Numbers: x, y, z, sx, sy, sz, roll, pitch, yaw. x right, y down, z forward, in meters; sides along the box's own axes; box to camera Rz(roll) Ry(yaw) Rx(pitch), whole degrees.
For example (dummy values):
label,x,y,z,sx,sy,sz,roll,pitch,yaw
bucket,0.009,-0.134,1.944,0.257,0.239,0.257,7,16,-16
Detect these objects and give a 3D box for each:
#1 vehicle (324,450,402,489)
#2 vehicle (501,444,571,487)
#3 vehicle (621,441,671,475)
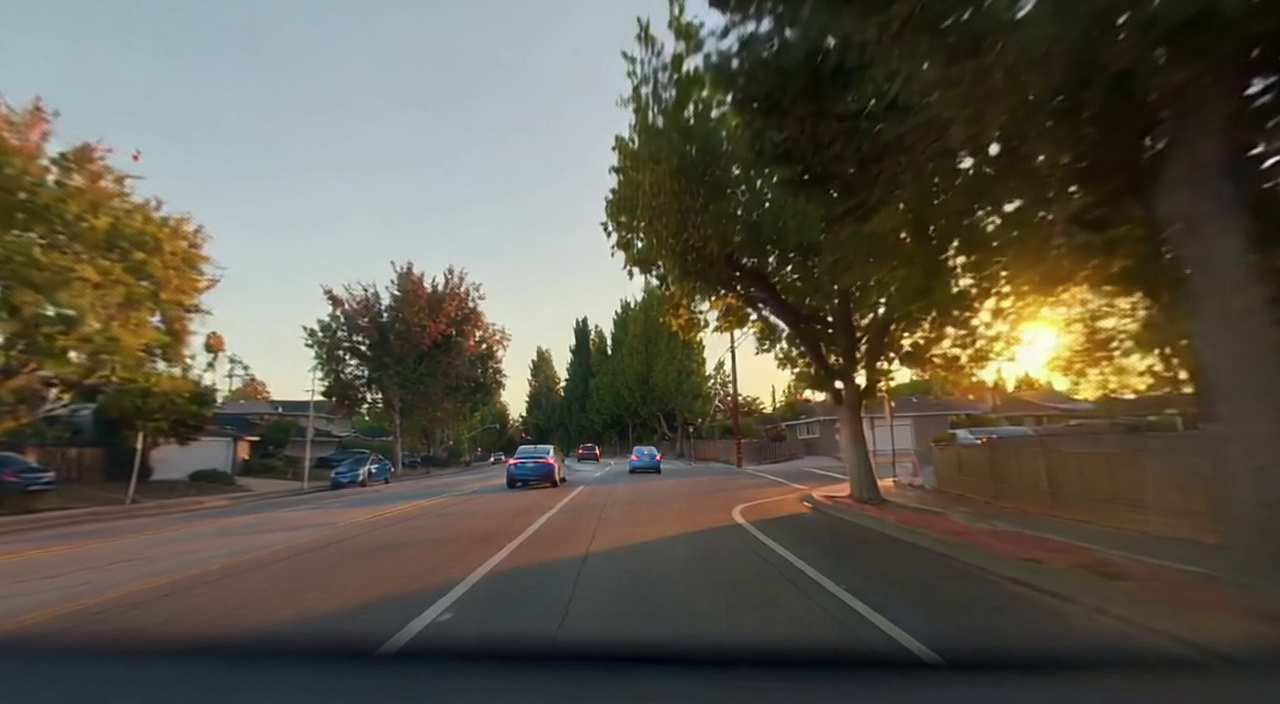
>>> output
label,x,y,z,sx,sy,sz,roll,pitch,yaw
vehicle,-14.352,6.080,33.094,2.083,1.817,4.532,0,-8,-1
vehicle,-3.732,4.156,23.486,1.913,1.425,4.235,0,-8,-1
vehicle,0.199,4.986,29.973,2.168,1.504,4.284,0,-8,-2
